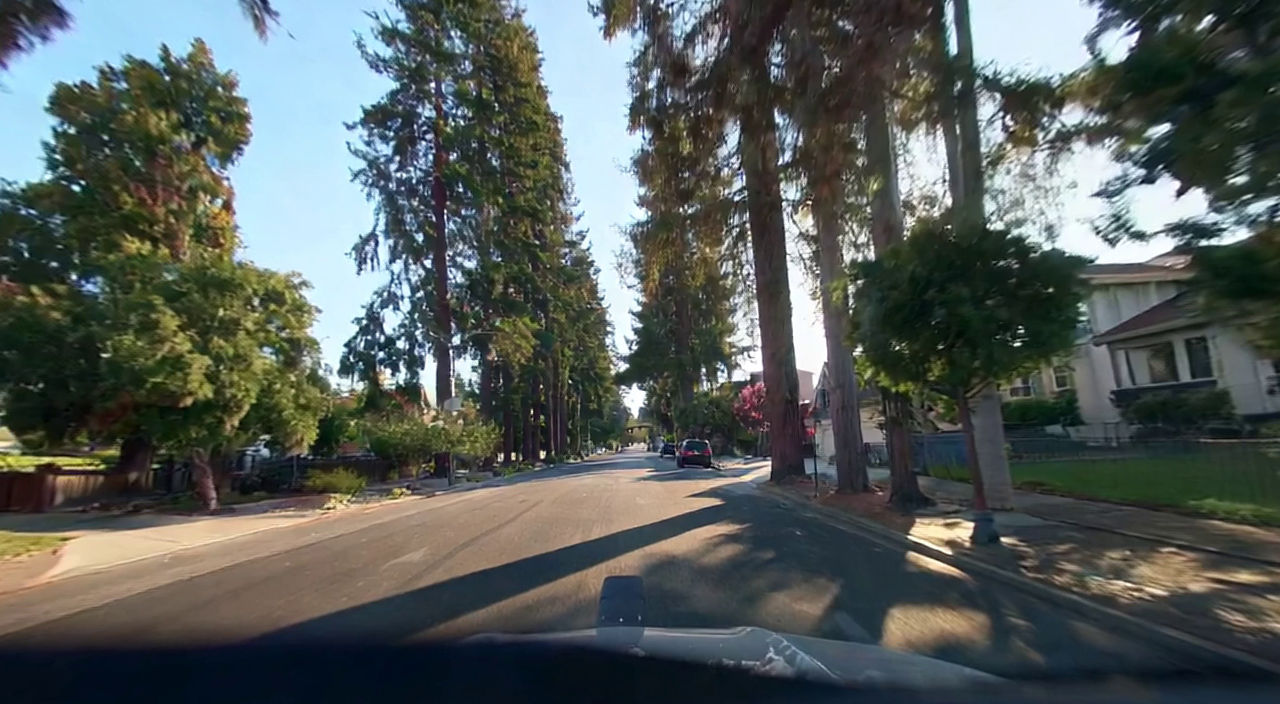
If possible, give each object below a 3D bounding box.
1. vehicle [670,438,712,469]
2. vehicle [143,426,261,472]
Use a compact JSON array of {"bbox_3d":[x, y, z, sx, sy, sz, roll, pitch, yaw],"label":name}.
[{"bbox_3d":[3.055,6.185,38.730,2.055,1.738,4.448,0,-9,-1],"label":"vehicle"},{"bbox_3d":[-29.024,6.593,42.294,2.735,2.720,6.677,-2,-10,3],"label":"vehicle"}]
